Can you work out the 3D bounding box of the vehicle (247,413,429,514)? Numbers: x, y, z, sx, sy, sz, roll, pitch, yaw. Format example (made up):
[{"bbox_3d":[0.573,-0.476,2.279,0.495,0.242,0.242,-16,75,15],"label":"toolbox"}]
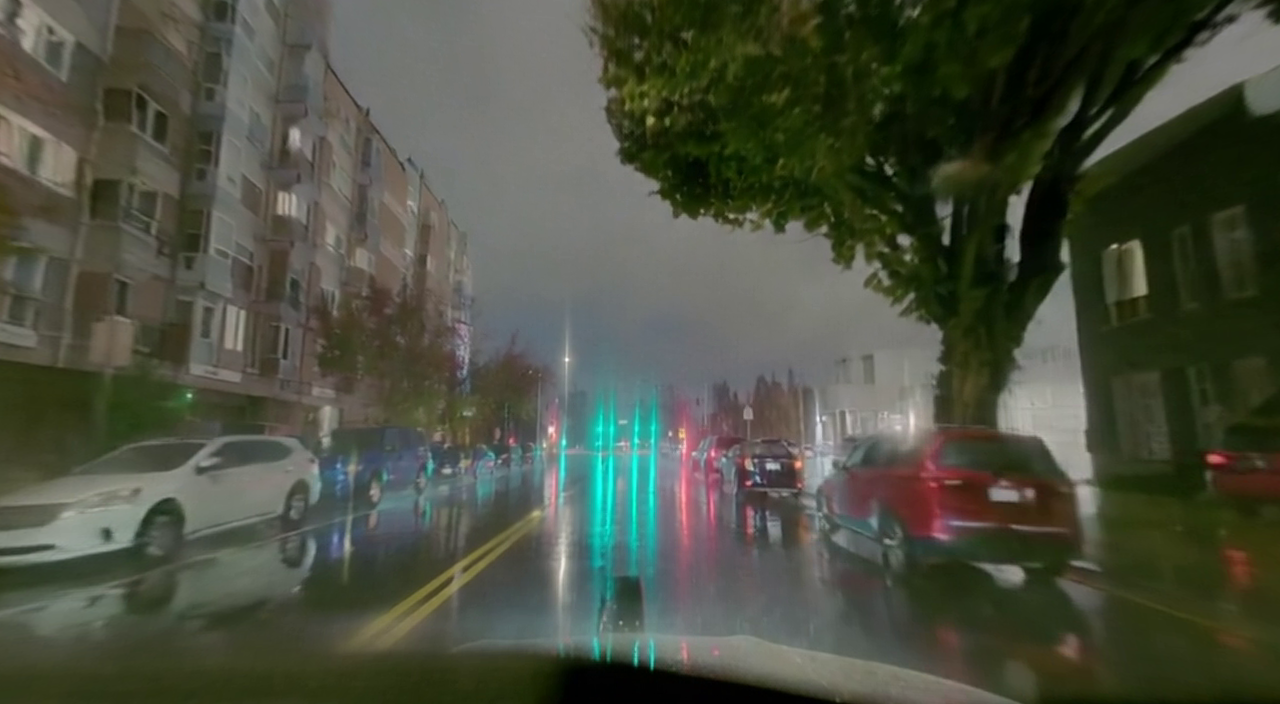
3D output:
[{"bbox_3d":[-6.695,2.522,14.764,2.008,1.969,4.740,0,-8,-2],"label":"vehicle"}]

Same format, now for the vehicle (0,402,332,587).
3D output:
[{"bbox_3d":[-6.625,1.782,8.804,2.224,1.849,4.772,0,-8,0],"label":"vehicle"}]

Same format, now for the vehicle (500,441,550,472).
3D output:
[{"bbox_3d":[-6.567,6.104,36.559,2.033,1.523,4.867,-3,-12,0],"label":"vehicle"}]

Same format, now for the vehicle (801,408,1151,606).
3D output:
[{"bbox_3d":[3.379,1.612,7.446,1.828,1.664,4.035,0,-8,-1],"label":"vehicle"}]

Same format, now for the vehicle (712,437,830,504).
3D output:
[{"bbox_3d":[3.175,2.972,16.435,1.908,1.461,4.873,0,-8,-1],"label":"vehicle"}]

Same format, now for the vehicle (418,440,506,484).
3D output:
[{"bbox_3d":[-6.619,4.140,24.125,1.913,1.479,4.714,0,-8,1],"label":"vehicle"}]
